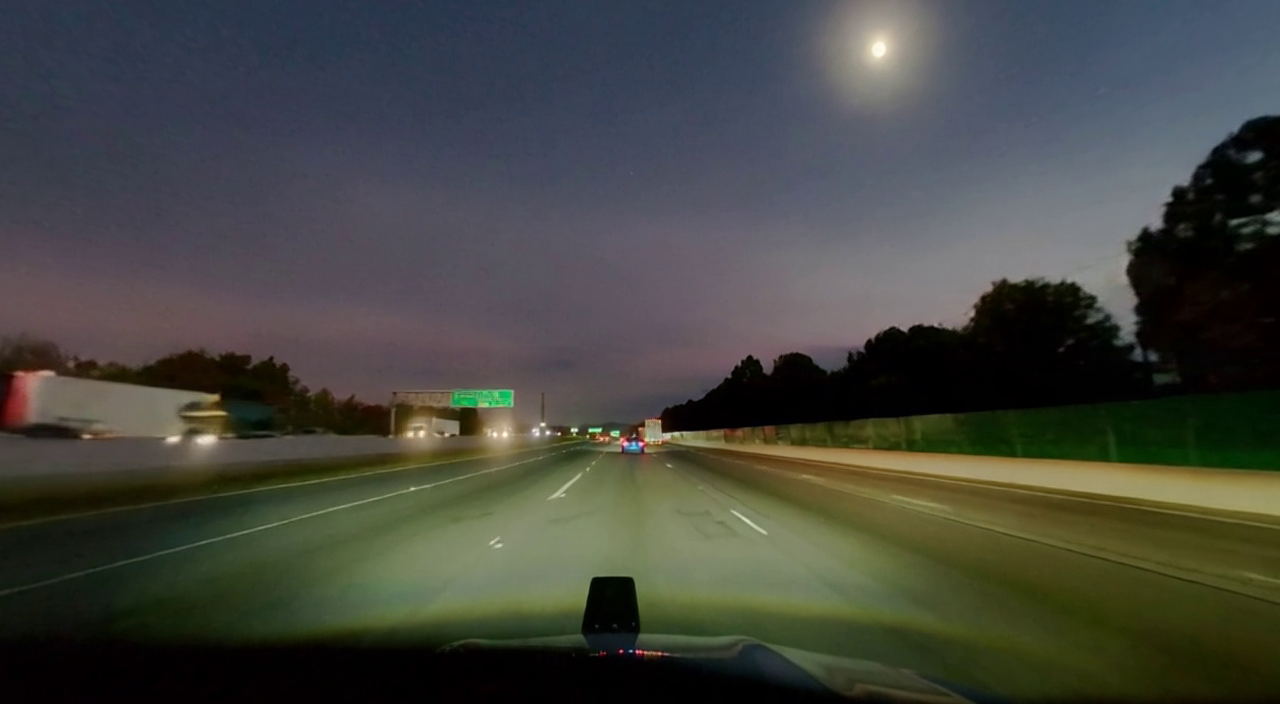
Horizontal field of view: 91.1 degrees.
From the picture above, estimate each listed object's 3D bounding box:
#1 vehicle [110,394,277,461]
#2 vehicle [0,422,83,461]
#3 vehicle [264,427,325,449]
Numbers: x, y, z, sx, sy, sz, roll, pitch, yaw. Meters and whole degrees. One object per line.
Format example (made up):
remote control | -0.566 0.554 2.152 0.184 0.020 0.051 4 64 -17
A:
vehicle | -18.154 3.176 26.134 2.587 2.428 5.938 0 -8 -1
vehicle | -25.678 3.667 25.730 1.915 1.502 4.189 0 -8 -1
vehicle | -26.134 6.532 47.728 1.877 1.575 4.943 0 -8 -1
